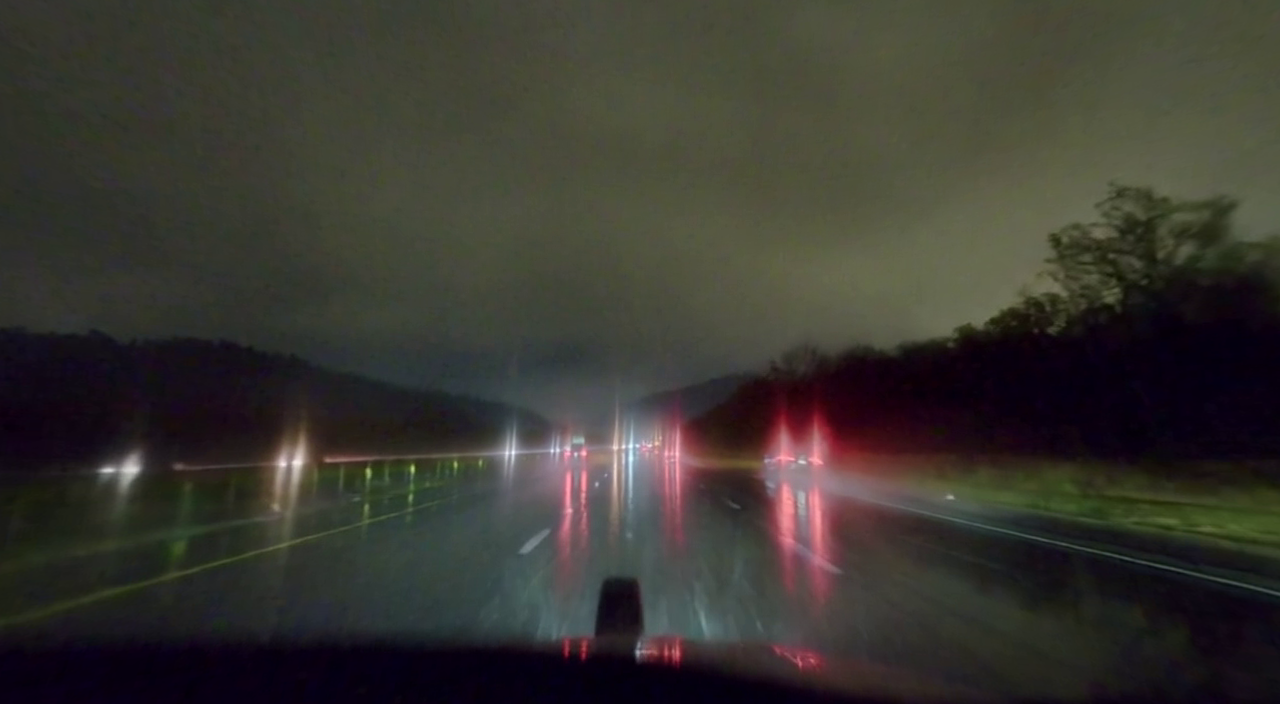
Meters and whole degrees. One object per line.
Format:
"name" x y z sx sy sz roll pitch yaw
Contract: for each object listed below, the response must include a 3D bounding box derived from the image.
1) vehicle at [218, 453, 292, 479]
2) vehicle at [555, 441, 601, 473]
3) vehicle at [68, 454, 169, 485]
"vehicle" -25.172 7.462 41.404 1.889 1.543 4.660 0 -9 0
"vehicle" -3.409 5.860 35.350 2.070 1.707 4.309 0 -9 1
"vehicle" -32.610 7.321 39.597 2.110 1.758 4.878 0 -9 0
